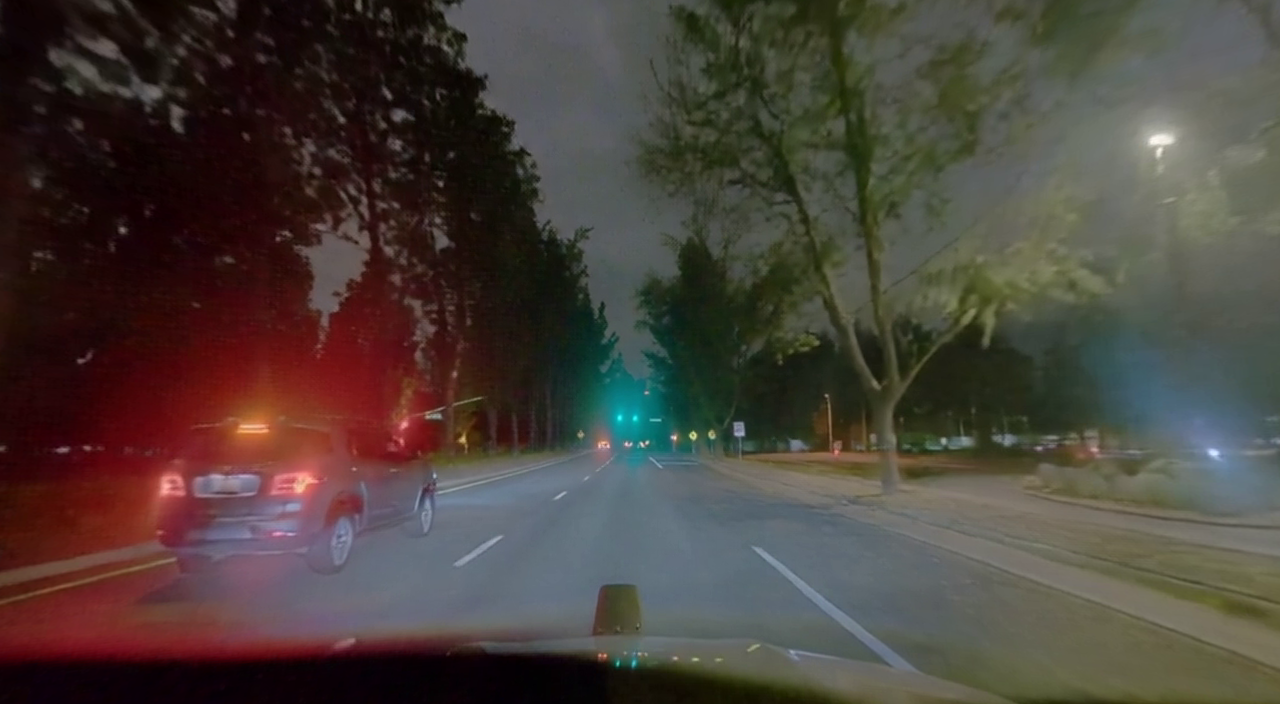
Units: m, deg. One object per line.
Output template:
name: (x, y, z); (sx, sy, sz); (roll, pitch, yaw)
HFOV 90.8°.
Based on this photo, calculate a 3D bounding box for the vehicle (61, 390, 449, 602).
vehicle: (-3.838, 1.500, 7.335); (2.018, 1.769, 3.897); (0, -8, -1)
